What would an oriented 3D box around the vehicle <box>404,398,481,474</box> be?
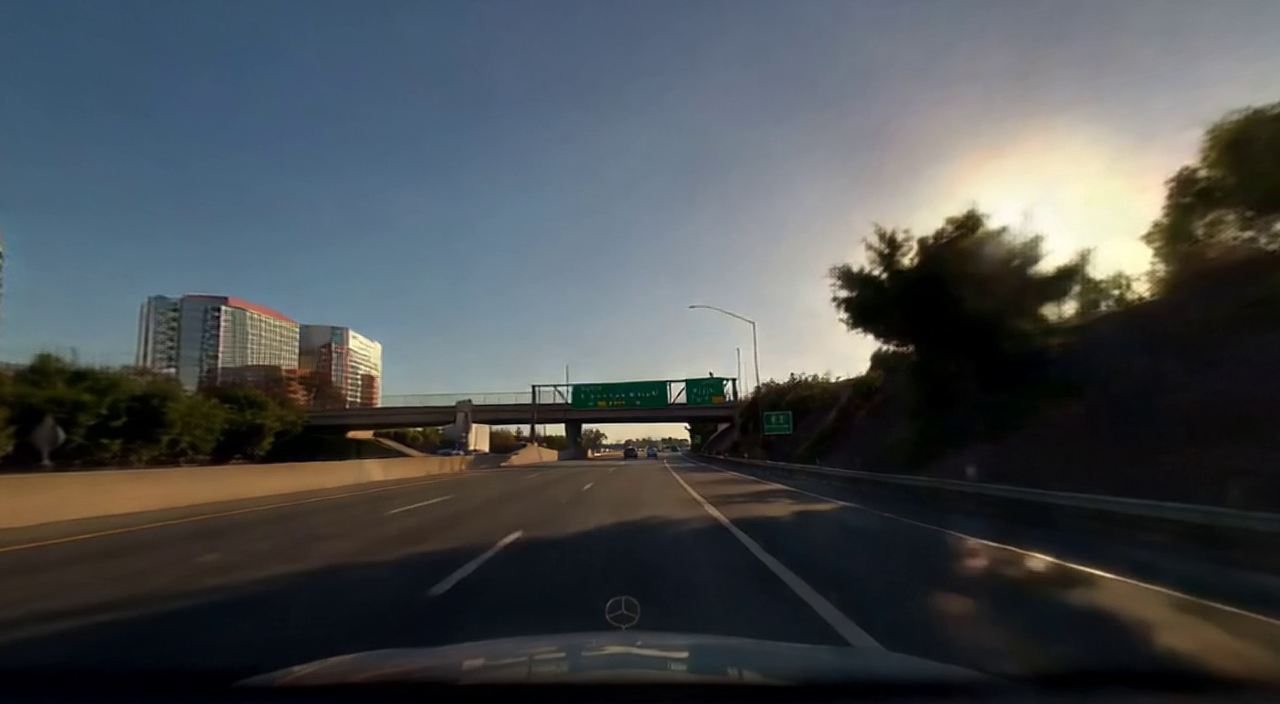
[{"bbox_3d":[-10.814,4.688,34.872,2.818,3.939,3.780,0,-9,1],"label":"vehicle"}]
